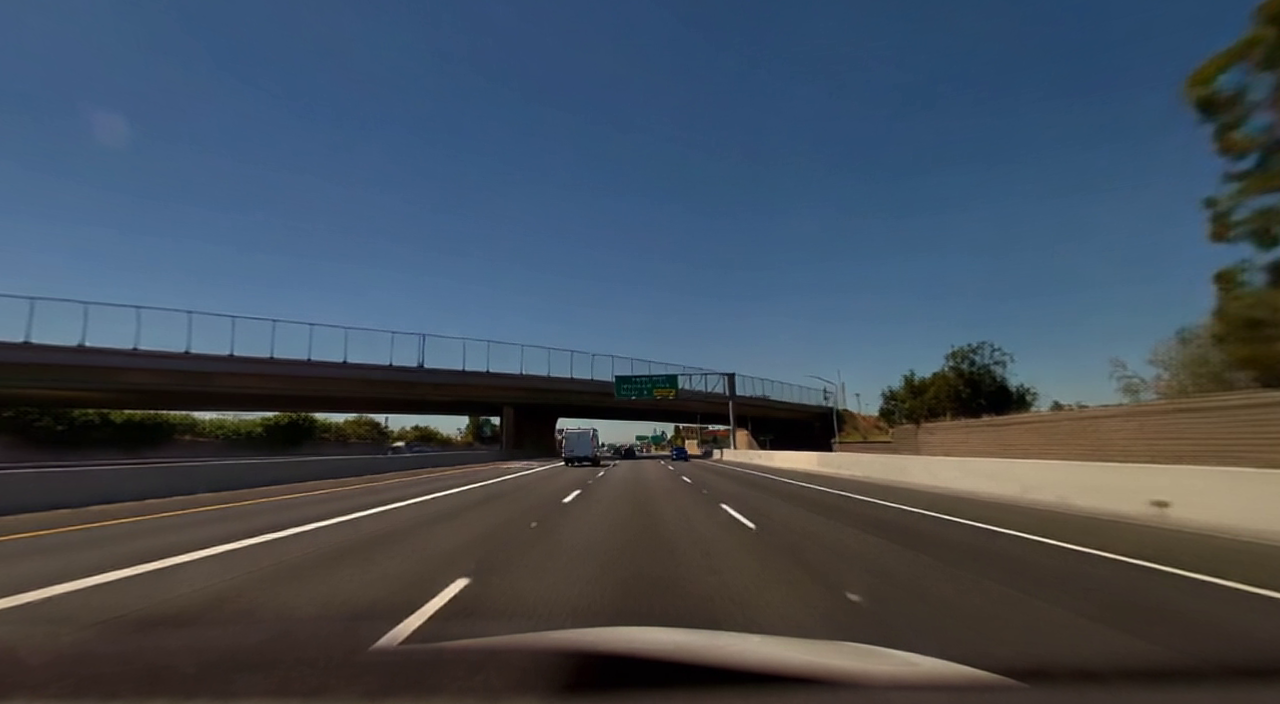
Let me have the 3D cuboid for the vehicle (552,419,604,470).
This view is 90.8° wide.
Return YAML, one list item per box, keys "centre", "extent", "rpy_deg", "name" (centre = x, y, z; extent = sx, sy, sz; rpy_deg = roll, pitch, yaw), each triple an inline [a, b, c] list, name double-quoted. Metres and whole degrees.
- centre: [-3.822, 5.967, 40.691]
  extent: [2.881, 2.937, 7.045]
  rpy_deg: [0, -9, -2]
  name: "vehicle"
